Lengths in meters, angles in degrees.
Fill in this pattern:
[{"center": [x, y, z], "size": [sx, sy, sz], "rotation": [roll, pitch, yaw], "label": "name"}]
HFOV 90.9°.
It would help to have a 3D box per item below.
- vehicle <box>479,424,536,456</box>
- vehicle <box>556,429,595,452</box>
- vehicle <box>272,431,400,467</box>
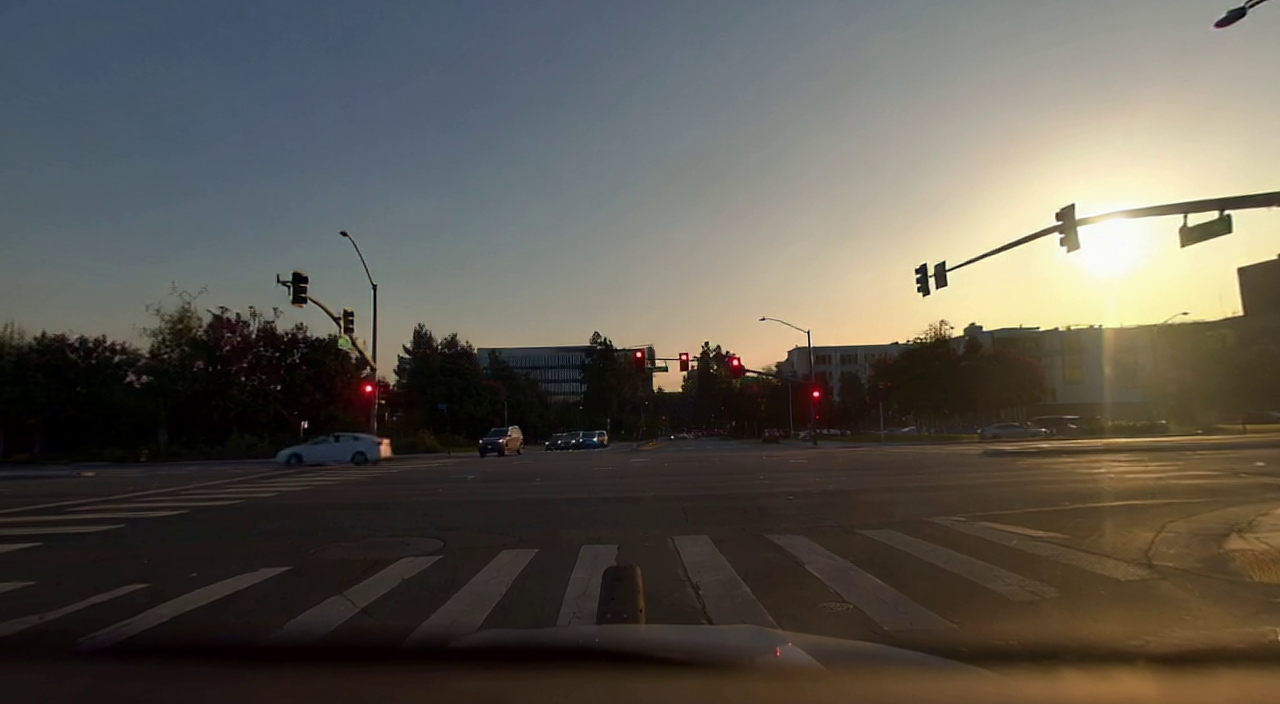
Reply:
[{"center": [-8.368, 5.664, 40.376], "size": [2.000, 1.864, 5.044], "rotation": [-1, -9, 7], "label": "vehicle"}, {"center": [-4.402, 6.168, 43.767], "size": [1.919, 1.467, 4.086], "rotation": [-1, -9, 5], "label": "vehicle"}, {"center": [-12.863, 4.139, 26.943], "size": [4.510, 1.431, 1.884], "rotation": [1, -9, -10], "label": "vehicle"}]
